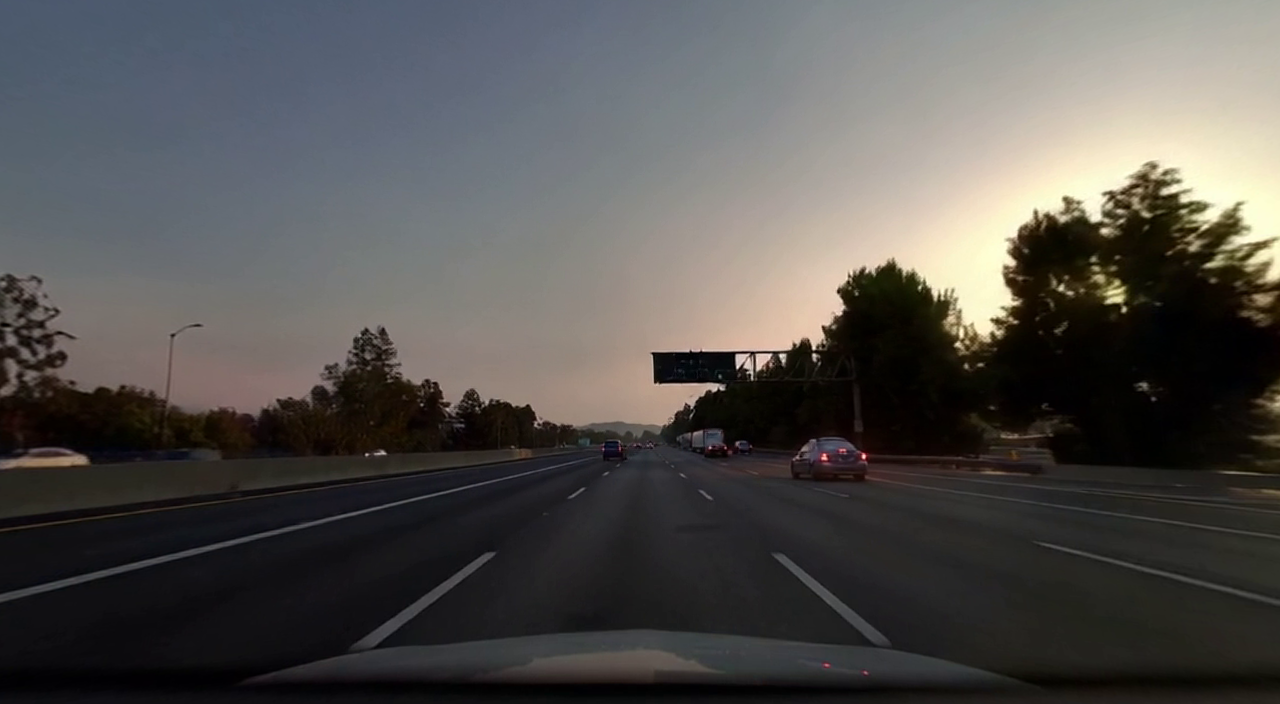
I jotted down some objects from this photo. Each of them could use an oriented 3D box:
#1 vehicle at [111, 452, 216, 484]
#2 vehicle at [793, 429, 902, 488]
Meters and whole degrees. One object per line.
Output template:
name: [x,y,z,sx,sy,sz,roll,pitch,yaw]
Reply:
vehicle: [-25.465,6.181,33.953,1.937,1.509,4.654,0,-8,1]
vehicle: [6.623,3.449,20.663,2.063,1.706,4.259,0,-8,-1]
